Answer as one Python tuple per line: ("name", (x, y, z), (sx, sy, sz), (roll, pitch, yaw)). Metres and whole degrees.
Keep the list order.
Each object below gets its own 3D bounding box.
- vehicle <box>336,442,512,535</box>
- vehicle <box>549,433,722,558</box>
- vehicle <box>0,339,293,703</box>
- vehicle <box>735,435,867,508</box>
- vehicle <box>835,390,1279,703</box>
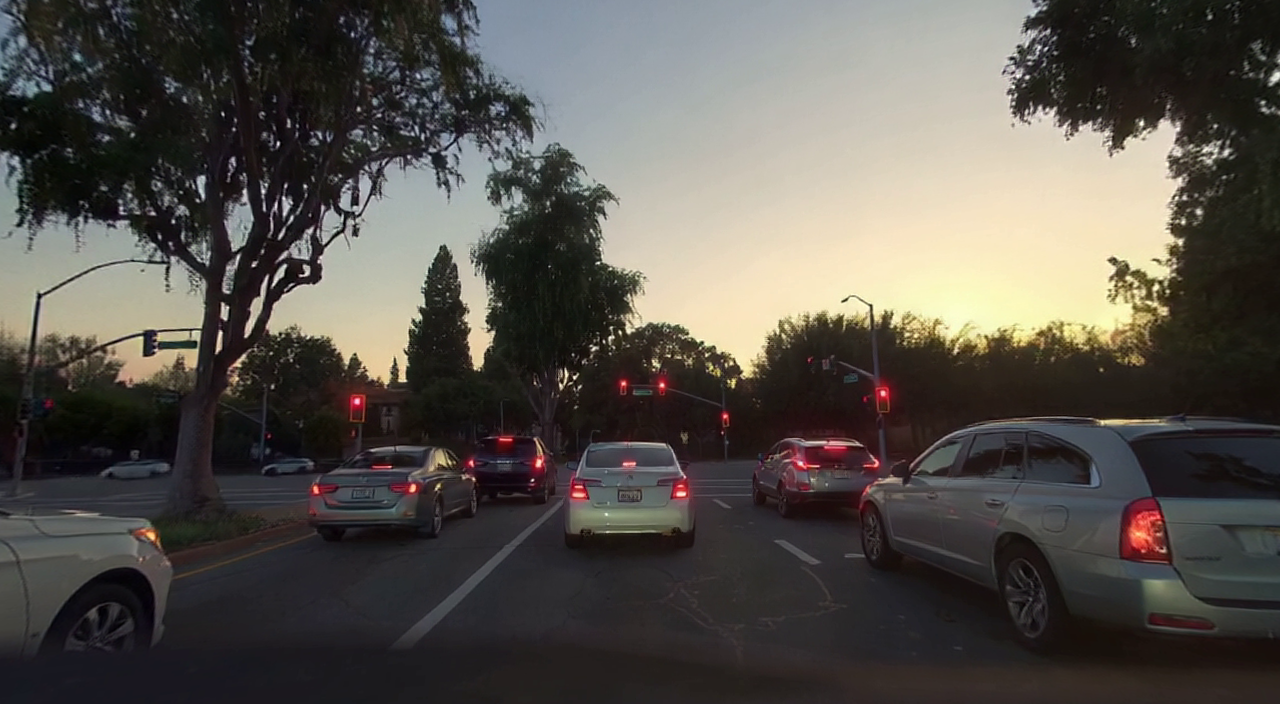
("vehicle", (-3.911, 2.505, 12.336), (1.919, 1.459, 4.371), (0, -8, 0))
("vehicle", (-0.073, 2.009, 9.602), (2.061, 1.470, 3.970), (0, -8, 0))
("vehicle", (-3.665, 0.831, 2.538), (2.047, 1.764, 4.369), (0, -8, 0))
("vehicle", (3.649, 2.778, 15.242), (1.922, 1.472, 4.440), (0, -8, -1))
("vehicle", (3.388, 1.305, 5.415), (1.933, 1.564, 4.600), (0, -8, 0))
